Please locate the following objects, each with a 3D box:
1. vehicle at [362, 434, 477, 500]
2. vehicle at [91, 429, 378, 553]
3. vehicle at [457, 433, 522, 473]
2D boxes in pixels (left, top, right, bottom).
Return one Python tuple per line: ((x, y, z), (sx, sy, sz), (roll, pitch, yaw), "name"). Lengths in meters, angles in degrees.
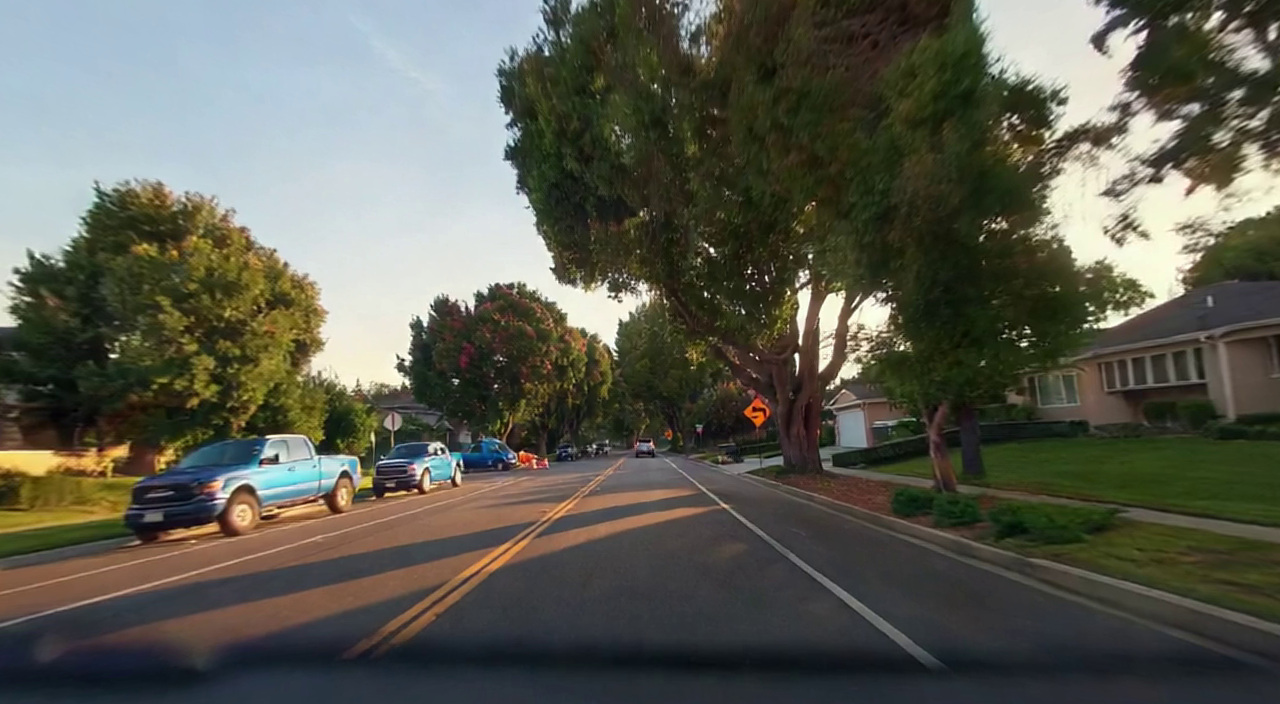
((-8.207, 4.256, 24.203), (2.375, 2.016, 5.936), (-4, -7, -1), "vehicle")
((-8.200, 2.739, 13.738), (2.375, 1.923, 5.790), (-4, -7, 1), "vehicle")
((-10.422, 6.964, 43.701), (4.120, 2.628, 2.064), (3, -9, -19), "vehicle")
